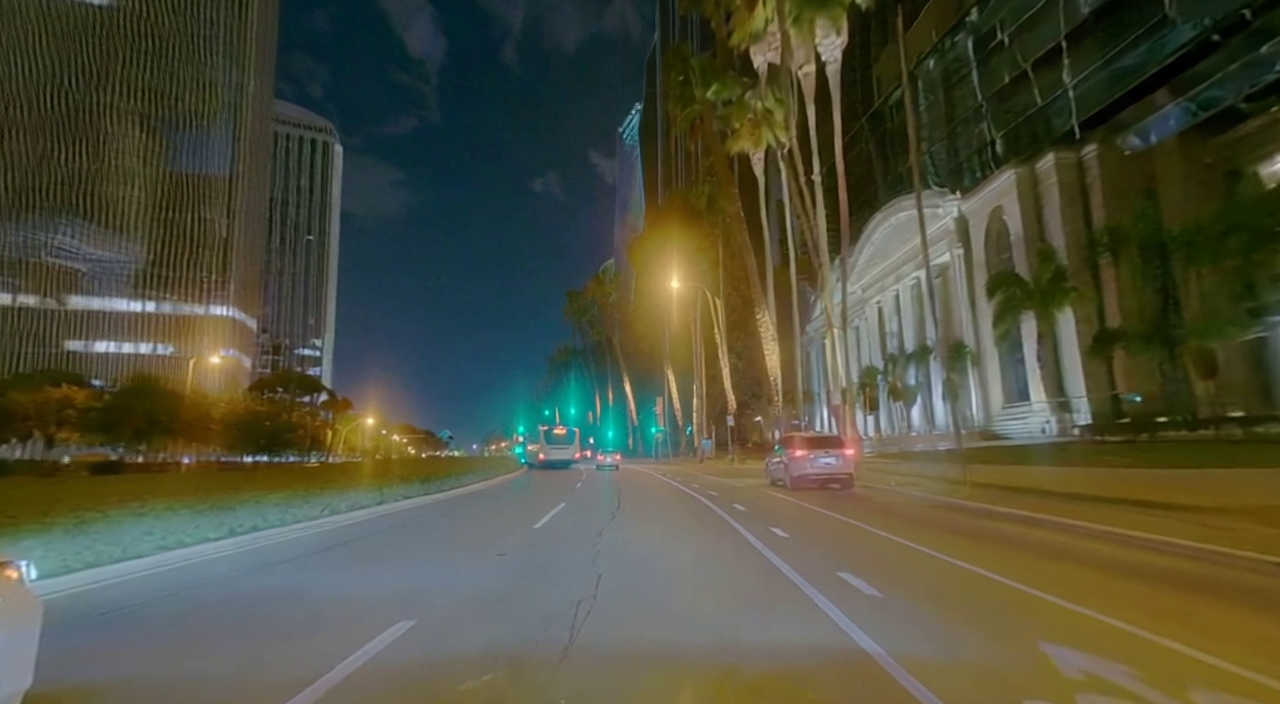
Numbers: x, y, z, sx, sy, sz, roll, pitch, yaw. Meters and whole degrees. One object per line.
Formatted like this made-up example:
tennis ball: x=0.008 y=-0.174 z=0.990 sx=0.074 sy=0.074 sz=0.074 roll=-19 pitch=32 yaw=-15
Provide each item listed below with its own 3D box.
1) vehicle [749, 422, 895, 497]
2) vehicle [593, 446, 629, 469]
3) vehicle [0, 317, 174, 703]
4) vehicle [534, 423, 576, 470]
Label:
vehicle: x=5.017 y=3.097 z=18.458 sx=2.212 sy=1.854 sz=5.419 roll=0 pitch=-9 yaw=-5
vehicle: x=-2.064 y=7.339 z=44.016 sx=2.107 sy=1.481 sz=4.097 roll=1 pitch=-9 yaw=-8
vehicle: x=-3.592 y=0.549 z=0.936 sx=2.120 sy=1.826 sz=4.737 roll=0 pitch=-9 yaw=0
vehicle: x=-6.162 y=6.936 z=46.126 sx=2.678 sy=3.042 sz=8.474 roll=1 pitch=-9 yaw=-7
